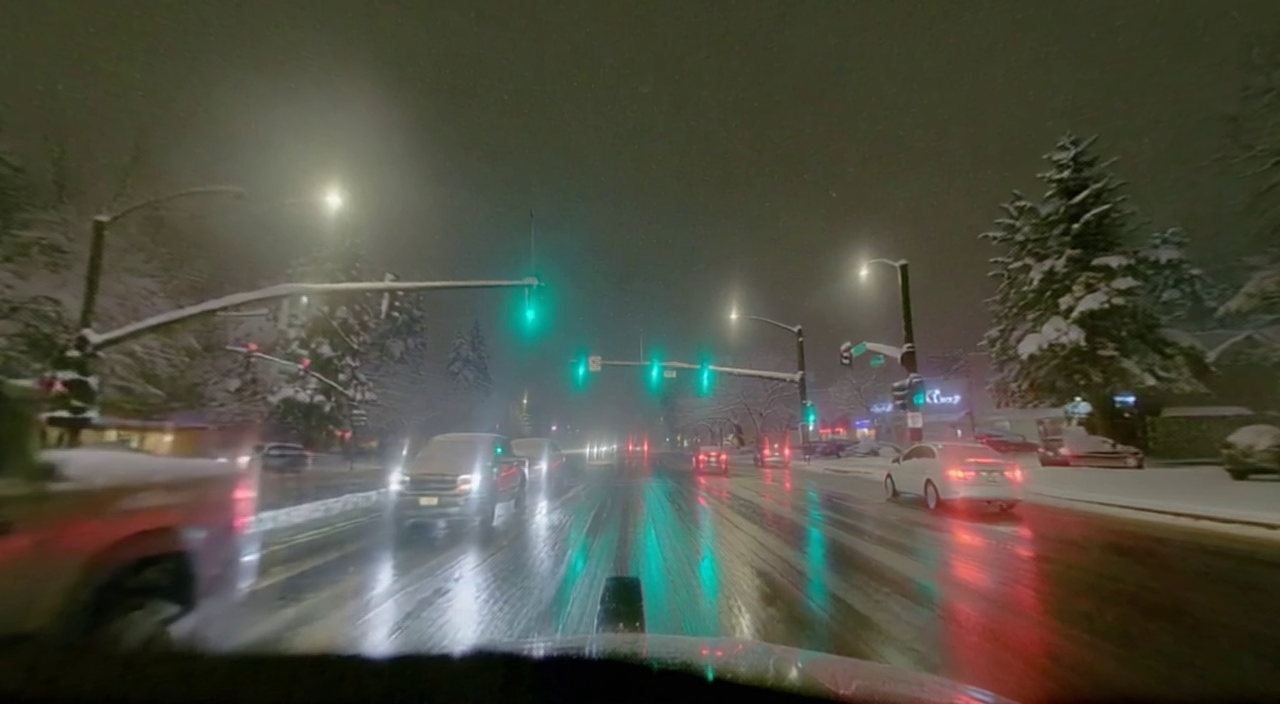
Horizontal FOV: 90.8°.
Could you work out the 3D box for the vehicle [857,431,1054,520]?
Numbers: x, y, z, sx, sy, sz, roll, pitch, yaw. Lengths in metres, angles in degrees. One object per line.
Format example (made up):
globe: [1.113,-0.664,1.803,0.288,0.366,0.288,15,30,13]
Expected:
vehicle: [6.744,2.667,14.252,2.002,1.651,4.647,0,-8,-1]

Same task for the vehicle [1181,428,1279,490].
vehicle: [19.372,3.263,19.618,4.688,1.713,2.308,5,-10,-30]

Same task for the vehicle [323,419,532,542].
vehicle: [-3.380,2.137,11.171,2.118,1.721,4.464,0,-8,0]

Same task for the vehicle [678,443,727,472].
vehicle: [3.319,5.705,34.466,2.099,1.463,4.365,0,-8,-1]

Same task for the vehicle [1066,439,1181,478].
vehicle: [19.937,4.348,26.022,4.361,1.469,2.113,5,-10,-29]

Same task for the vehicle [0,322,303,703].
vehicle: [-3.579,0.777,2.298,2.189,1.808,4.563,0,-8,0]
